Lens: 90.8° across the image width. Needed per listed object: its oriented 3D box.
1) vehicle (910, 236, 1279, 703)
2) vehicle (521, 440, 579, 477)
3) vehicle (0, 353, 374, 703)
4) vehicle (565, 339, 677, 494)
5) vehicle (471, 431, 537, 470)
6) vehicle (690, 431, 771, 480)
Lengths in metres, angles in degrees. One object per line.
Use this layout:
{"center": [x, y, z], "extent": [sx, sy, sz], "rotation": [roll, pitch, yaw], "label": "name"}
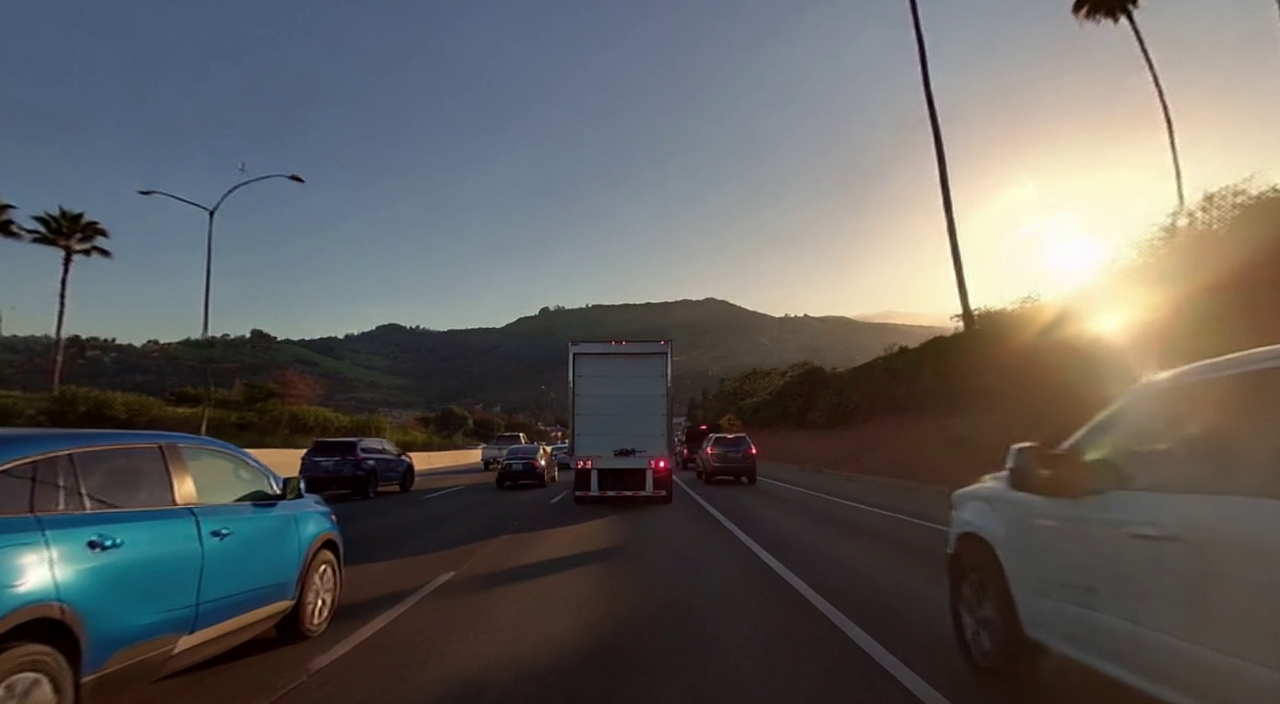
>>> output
{"center": [2.633, 0.517, 0.802], "extent": [2.098, 1.827, 5.538], "rotation": [0, -9, 0], "label": "vehicle"}
{"center": [-3.864, 4.636, 27.787], "extent": [1.874, 1.475, 4.328], "rotation": [0, -9, 0], "label": "vehicle"}
{"center": [-3.255, 1.020, 3.420], "extent": [1.885, 1.654, 4.103], "rotation": [0, -9, -1], "label": "vehicle"}
{"center": [-0.451, 2.459, 21.882], "extent": [2.906, 4.040, 10.743], "rotation": [0, -9, 1], "label": "vehicle"}
{"center": [-7.384, 5.431, 34.900], "extent": [2.344, 1.954, 5.579], "rotation": [0, -9, 1], "label": "vehicle"}
{"center": [2.870, 3.415, 20.988], "extent": [1.859, 1.416, 4.695], "rotation": [0, -9, -2], "label": "vehicle"}
